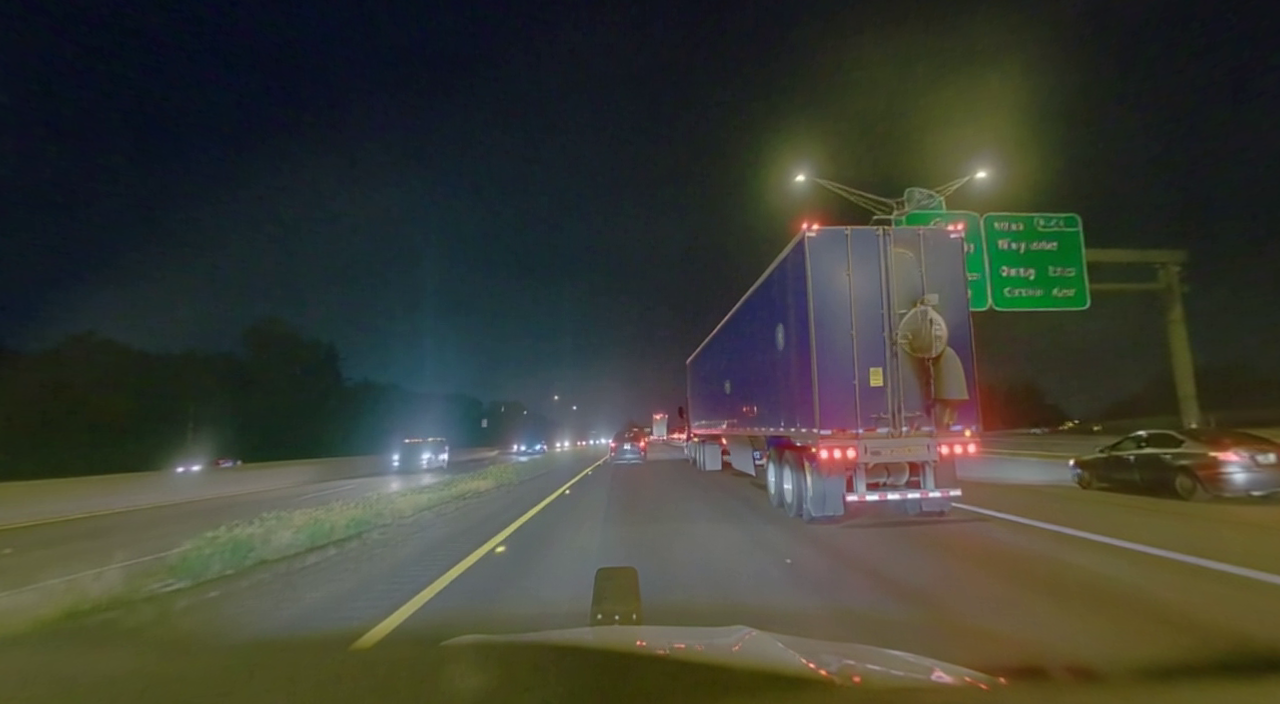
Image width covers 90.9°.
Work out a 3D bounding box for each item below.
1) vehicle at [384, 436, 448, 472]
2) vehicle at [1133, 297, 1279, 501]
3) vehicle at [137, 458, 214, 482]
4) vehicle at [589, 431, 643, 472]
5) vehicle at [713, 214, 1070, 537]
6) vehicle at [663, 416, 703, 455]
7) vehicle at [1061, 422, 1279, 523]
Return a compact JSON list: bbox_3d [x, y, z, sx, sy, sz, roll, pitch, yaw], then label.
[{"bbox_3d":[-12.930,5.891,36.789,2.065,1.948,4.720,0,-8,-1],"label":"vehicle"},{"bbox_3d":[14.588,0.729,11.255,2.878,4.124,10.050,0,-8,-4],"label":"vehicle"},{"bbox_3d":[-35.134,8.888,47.759,1.846,1.553,4.238,-5,-9,34],"label":"vehicle"},{"bbox_3d":[-0.922,3.973,25.375,2.000,1.510,3.518,0,-8,-1],"label":"vehicle"},{"bbox_3d":[3.522,0.850,12.228,2.826,3.905,9.262,0,-8,-2],"label":"vehicle"},{"bbox_3d":[3.200,6.345,47.890,2.475,2.782,4.986,0,-8,-3],"label":"vehicle"},{"bbox_3d":[9.855,2.053,11.349,1.739,1.471,3.889,0,-8,-2],"label":"vehicle"}]
